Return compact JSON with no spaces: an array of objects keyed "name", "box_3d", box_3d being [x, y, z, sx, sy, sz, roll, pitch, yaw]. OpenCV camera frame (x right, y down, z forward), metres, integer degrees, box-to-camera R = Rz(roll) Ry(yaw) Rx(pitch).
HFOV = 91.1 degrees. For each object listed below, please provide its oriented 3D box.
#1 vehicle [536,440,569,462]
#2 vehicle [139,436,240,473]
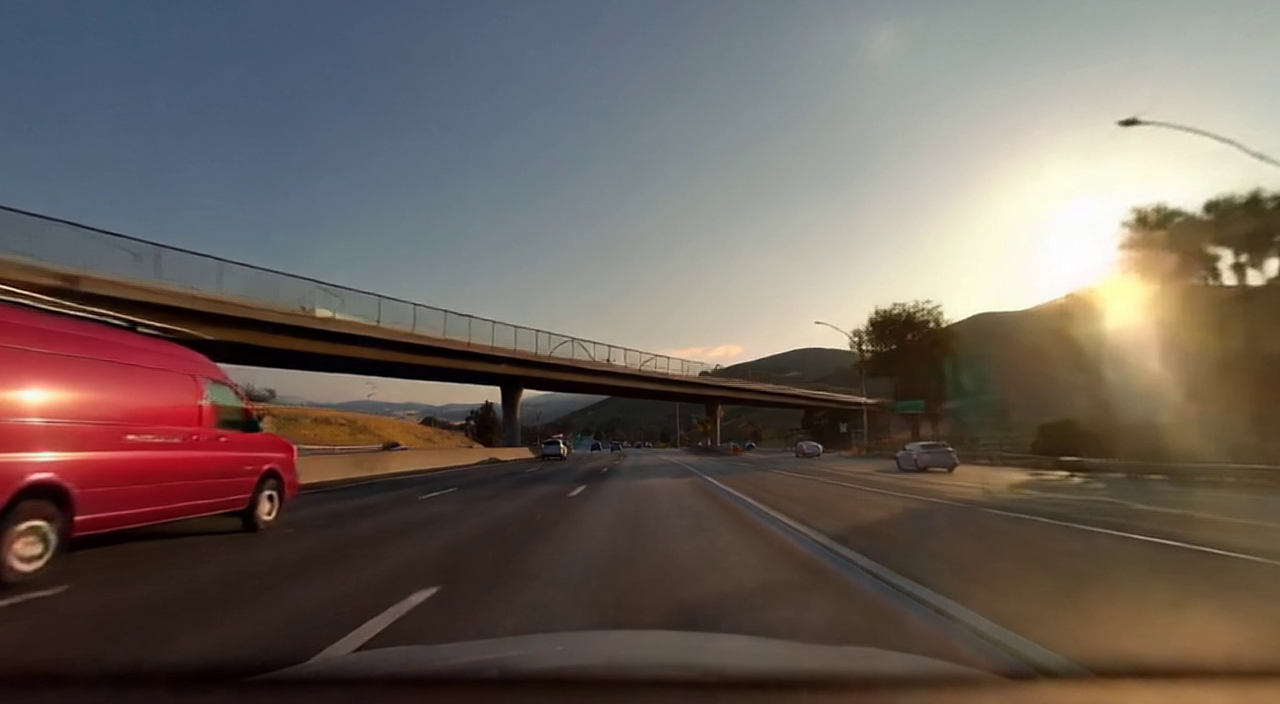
[{"name":"vehicle","box_3d":[-6.878,7.833,49.782,1.935,1.633,3.955,0,-8,1]},{"name":"vehicle","box_3d":[-23.618,5.384,33.180,2.049,1.786,4.884,1,-8,-6]}]
